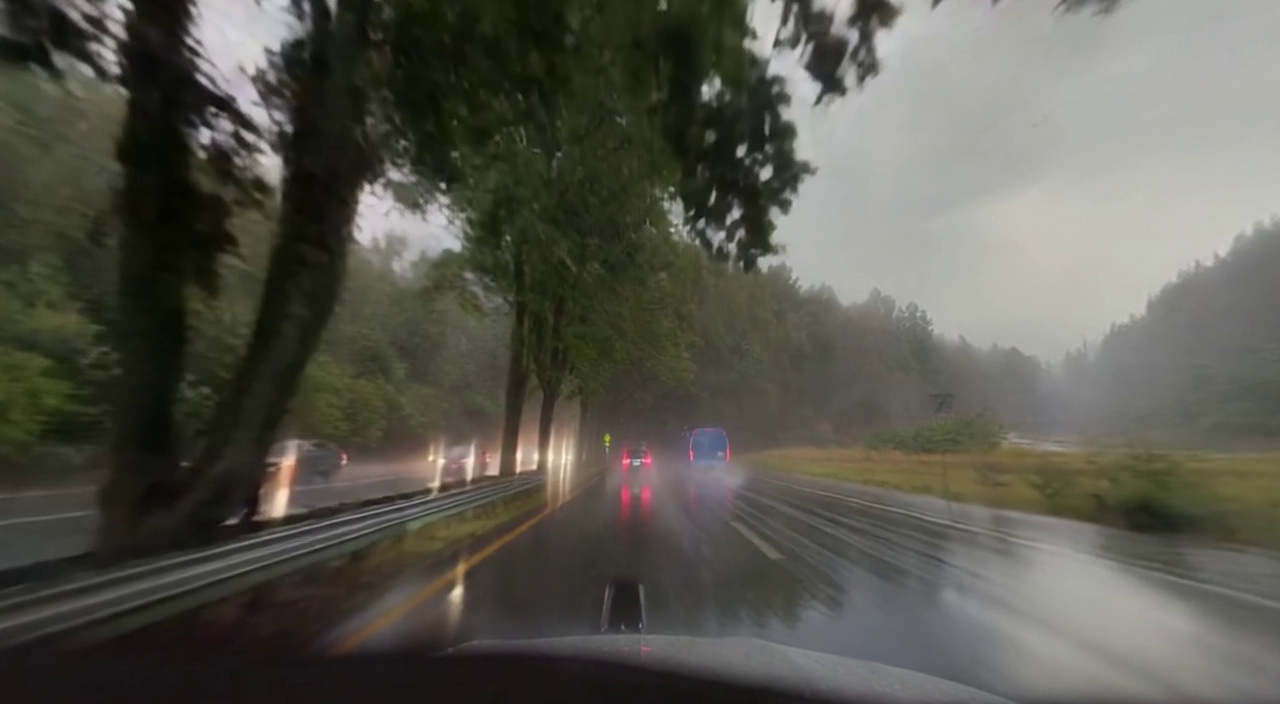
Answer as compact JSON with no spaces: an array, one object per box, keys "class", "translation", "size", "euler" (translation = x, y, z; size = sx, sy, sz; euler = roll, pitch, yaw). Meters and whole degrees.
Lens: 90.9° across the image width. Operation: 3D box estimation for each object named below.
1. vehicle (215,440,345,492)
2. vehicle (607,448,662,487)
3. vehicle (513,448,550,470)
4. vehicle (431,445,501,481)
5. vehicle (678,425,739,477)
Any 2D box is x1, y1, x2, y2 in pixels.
[{"class":"vehicle","translation":[-12.100,3.852,21.563],"size":[1.893,1.567,4.231],"euler":[0,-9,0]},{"class":"vehicle","translation":[-0.226,4.605,25.393],"size":[2.037,1.417,3.885],"euler":[0,-9,0]},{"class":"vehicle","translation":[-7.791,7.699,45.649],"size":[1.898,1.464,4.386],"euler":[0,-9,0]},{"class":"vehicle","translation":[-7.480,4.790,27.472],"size":[1.833,1.444,4.120],"euler":[0,-9,0]},{"class":"vehicle","translation":[3.690,5.511,35.214],"size":[2.513,2.633,5.930],"euler":[0,-9,-2]}]
